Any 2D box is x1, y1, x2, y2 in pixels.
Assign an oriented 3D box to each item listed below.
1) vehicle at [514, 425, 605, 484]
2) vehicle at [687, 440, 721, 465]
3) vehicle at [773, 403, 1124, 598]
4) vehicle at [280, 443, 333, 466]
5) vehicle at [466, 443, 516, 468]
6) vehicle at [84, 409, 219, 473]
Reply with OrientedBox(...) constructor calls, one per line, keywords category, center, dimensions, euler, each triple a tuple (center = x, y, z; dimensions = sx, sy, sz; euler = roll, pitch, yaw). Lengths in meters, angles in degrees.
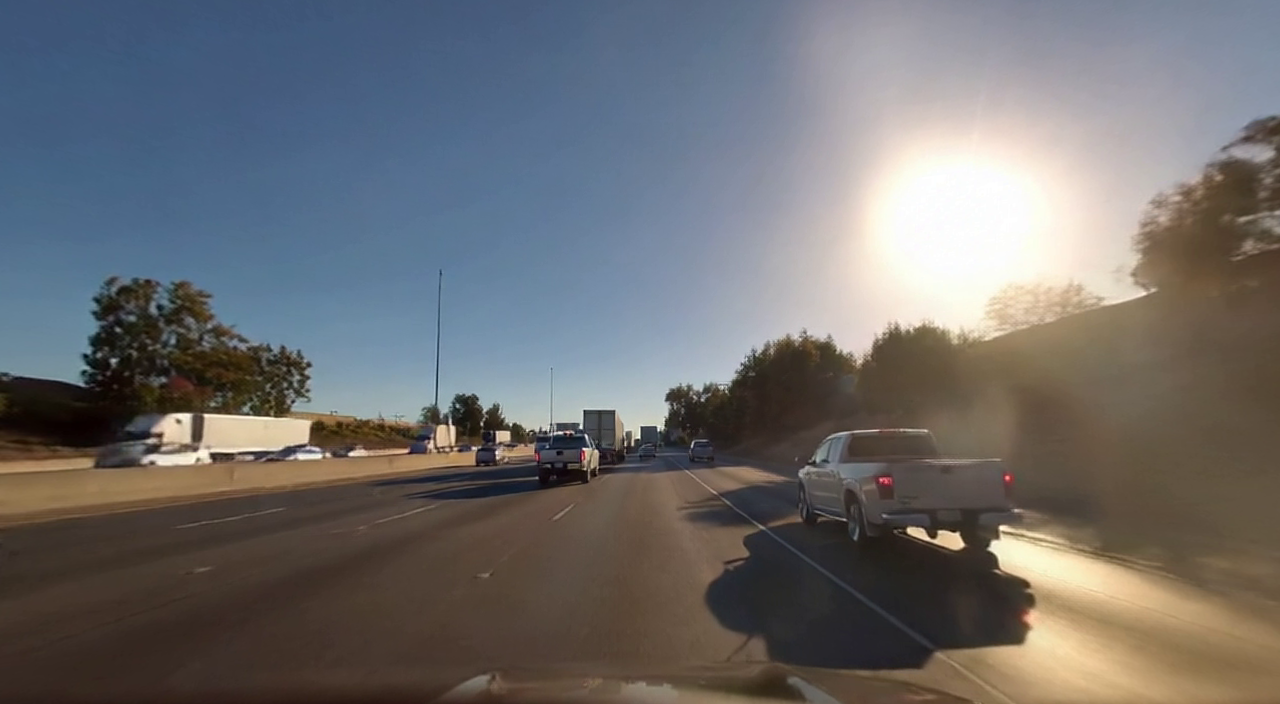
OrientedBox(category="vehicle", center=(-2.977, 4.068, 25.235), dimensions=(2.645, 2.023, 6.491), euler=(0, -8, 1))
OrientedBox(category="vehicle", center=(4.512, 7.129, 44.964), dimensions=(2.026, 1.661, 3.865), euler=(0, -8, -1))
OrientedBox(category="vehicle", center=(3.119, 1.602, 7.660), dimensions=(2.028, 1.658, 4.334), euler=(0, -8, 0))
OrientedBox(category="vehicle", center=(-21.535, 6.621, 40.844), dimensions=(1.464, 1.377, 3.386), euler=(-1, -8, 3))
OrientedBox(category="vehicle", center=(-9.607, 6.675, 40.935), dimensions=(1.981, 1.495, 4.834), euler=(0, -8, 1))
OrientedBox(category="vehicle", center=(-31.623, 5.843, 41.278), dimensions=(3.125, 3.787, 6.695), euler=(-1, -8, 3))
